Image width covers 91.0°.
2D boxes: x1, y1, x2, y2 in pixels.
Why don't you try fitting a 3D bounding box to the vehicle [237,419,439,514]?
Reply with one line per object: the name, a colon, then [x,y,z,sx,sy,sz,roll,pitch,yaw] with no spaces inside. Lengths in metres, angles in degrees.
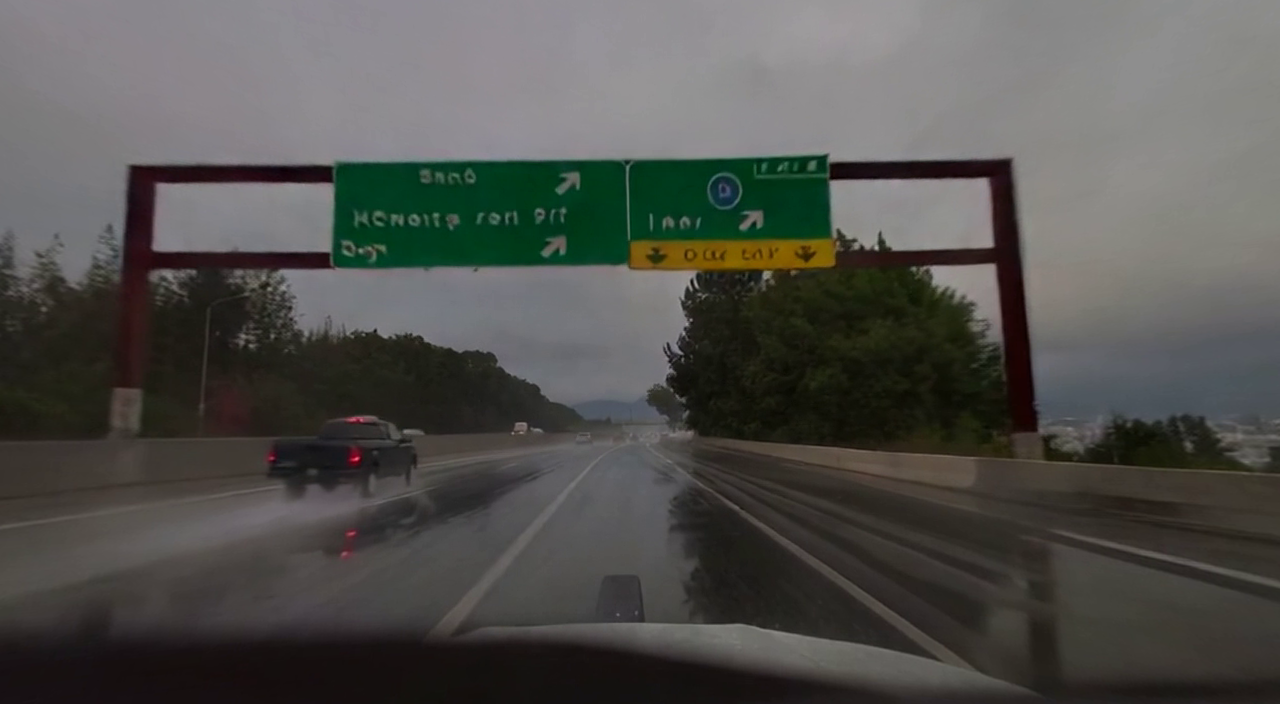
vehicle: [-6.146,2.363,13.621,2.055,1.662,4.773,0,-8,-1]
